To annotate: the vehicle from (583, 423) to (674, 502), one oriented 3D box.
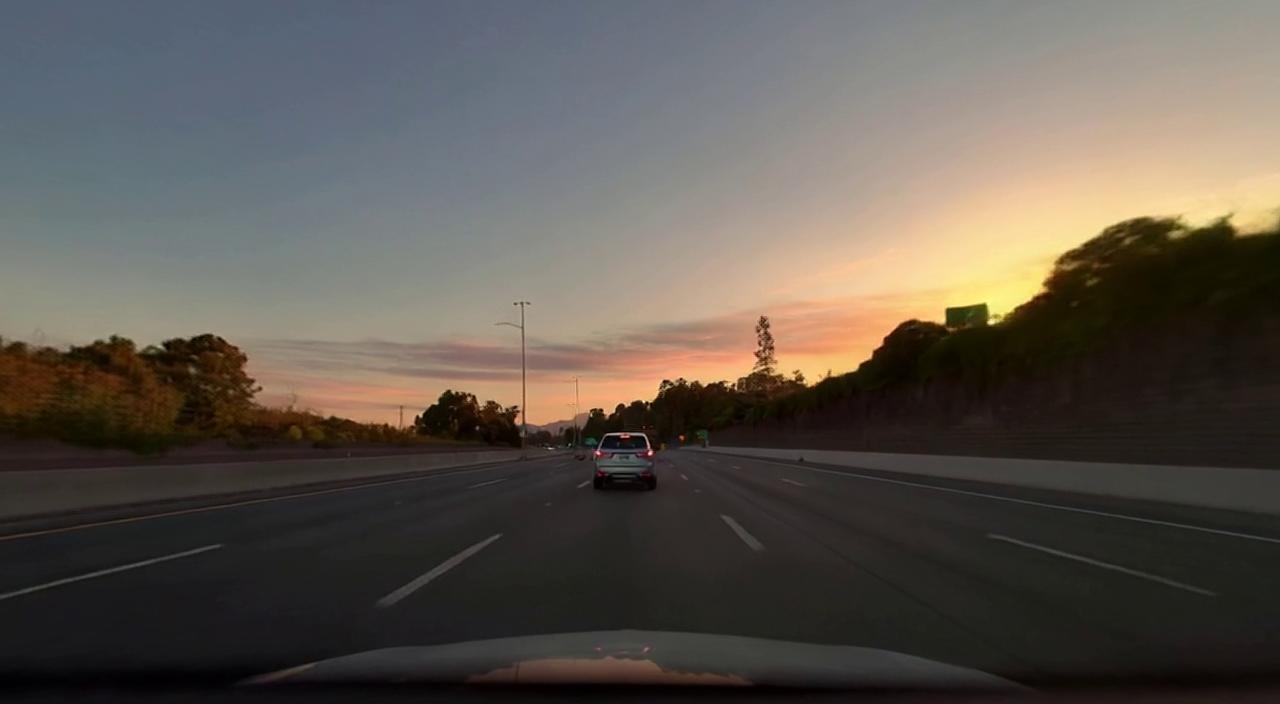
[{"bbox_3d":[-0.231,2.878,16.790,2.114,1.787,4.365,0,-8,1],"label":"vehicle"}]
